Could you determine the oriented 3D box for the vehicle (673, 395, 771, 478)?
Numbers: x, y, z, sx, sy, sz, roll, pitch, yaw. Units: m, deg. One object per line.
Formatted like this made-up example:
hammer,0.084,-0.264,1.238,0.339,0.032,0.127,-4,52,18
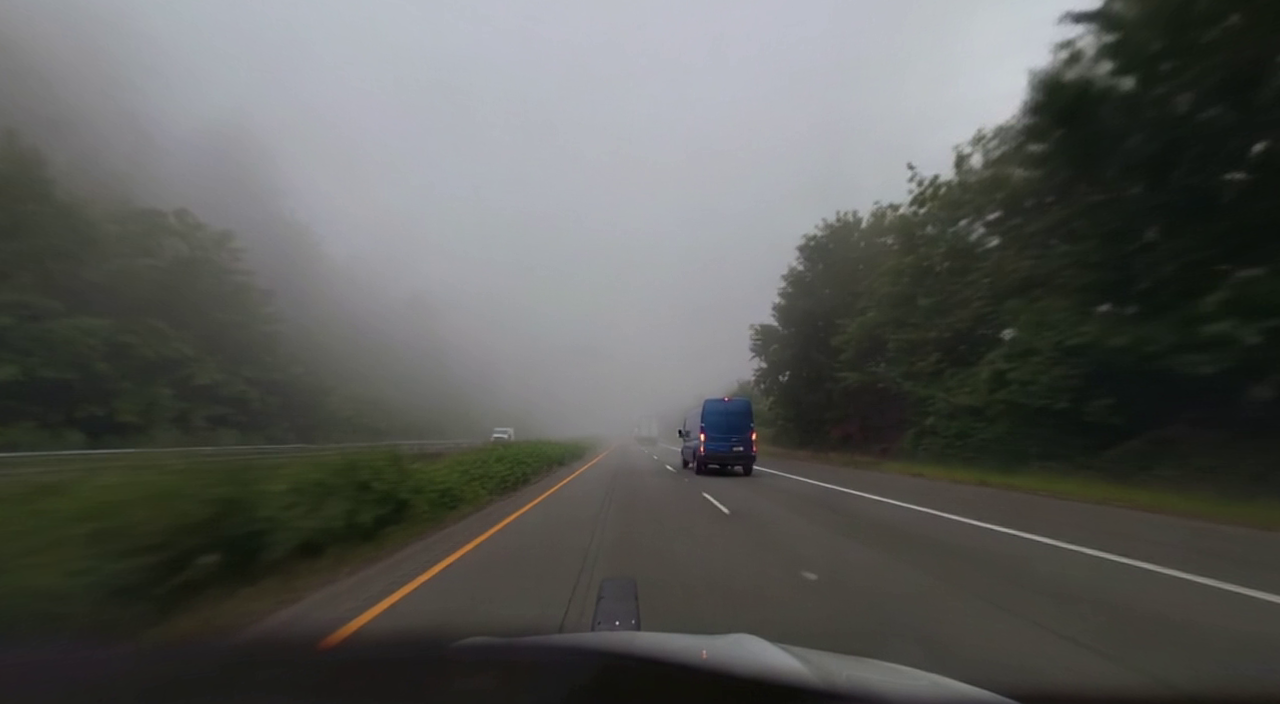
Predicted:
vehicle,2.723,3.072,22.927,2.570,2.596,6.082,0,-8,-2
